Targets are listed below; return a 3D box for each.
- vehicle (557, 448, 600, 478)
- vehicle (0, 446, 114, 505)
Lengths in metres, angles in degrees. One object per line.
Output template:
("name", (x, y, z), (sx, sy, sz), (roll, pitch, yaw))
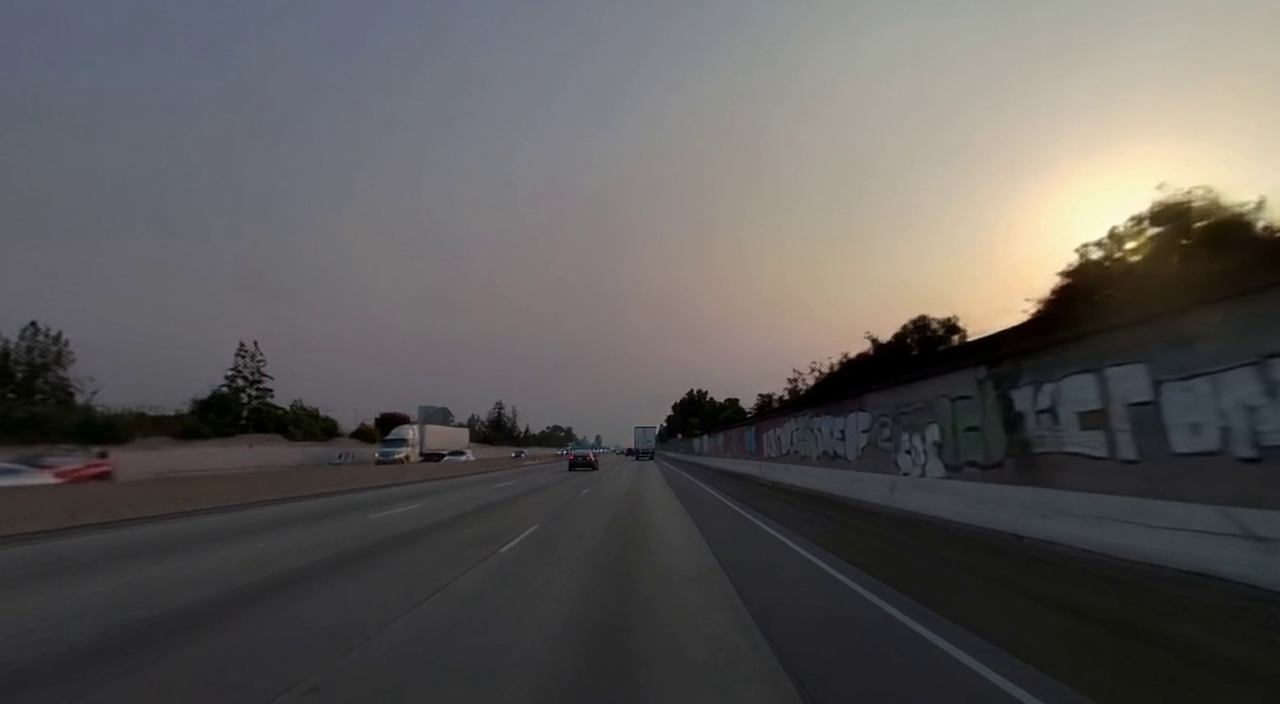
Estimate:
("vehicle", (-3.234, 5.881, 33.712), (1.803, 1.466, 4.509), (0, -9, 0))
("vehicle", (-22.040, 4.353, 22.615), (2.061, 1.935, 4.754), (0, -9, 1))
